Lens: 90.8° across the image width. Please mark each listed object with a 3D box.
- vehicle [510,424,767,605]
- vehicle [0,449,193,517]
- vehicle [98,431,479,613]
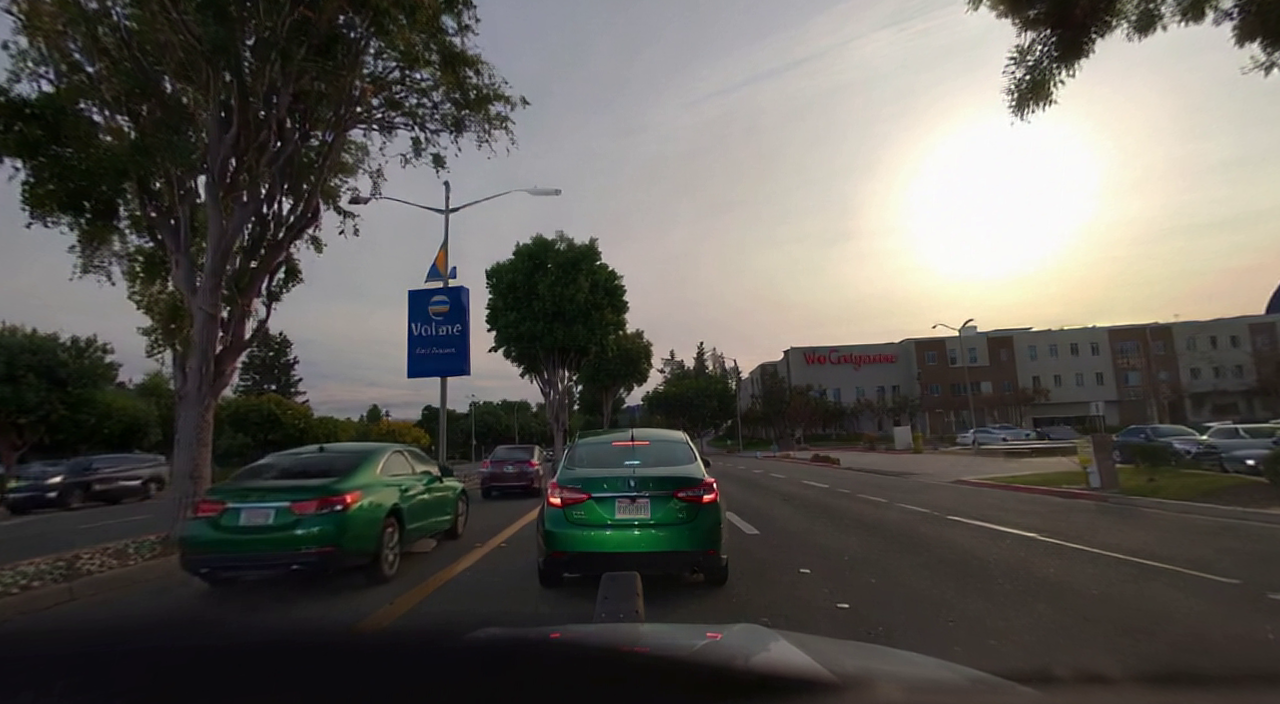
[{"bbox_3d":[-0.067,1.640,7.293,2.126,1.475,3.967,0,-8,-2],"label":"vehicle"},{"bbox_3d":[-16.235,3.842,19.100,2.221,1.732,4.426,0,-8,-1],"label":"vehicle"},{"bbox_3d":[-3.381,1.691,7.323,1.952,1.431,4.383,0,-8,-1],"label":"vehicle"}]
